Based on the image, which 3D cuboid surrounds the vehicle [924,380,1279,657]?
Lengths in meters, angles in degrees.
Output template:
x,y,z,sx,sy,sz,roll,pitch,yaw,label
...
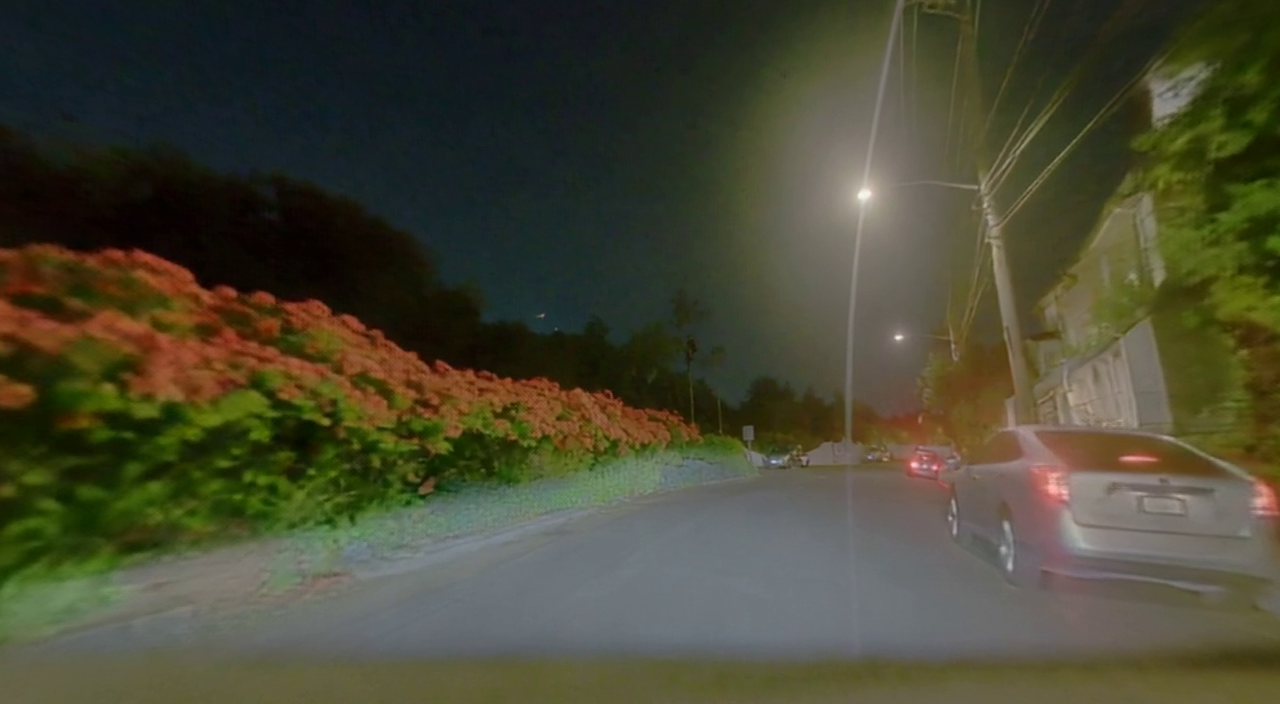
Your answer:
x,y,z,sx,sy,sz,roll,pitch,yaw,label
4.974,1.570,7.182,2.311,1.909,5.570,-2,-9,16,vehicle
